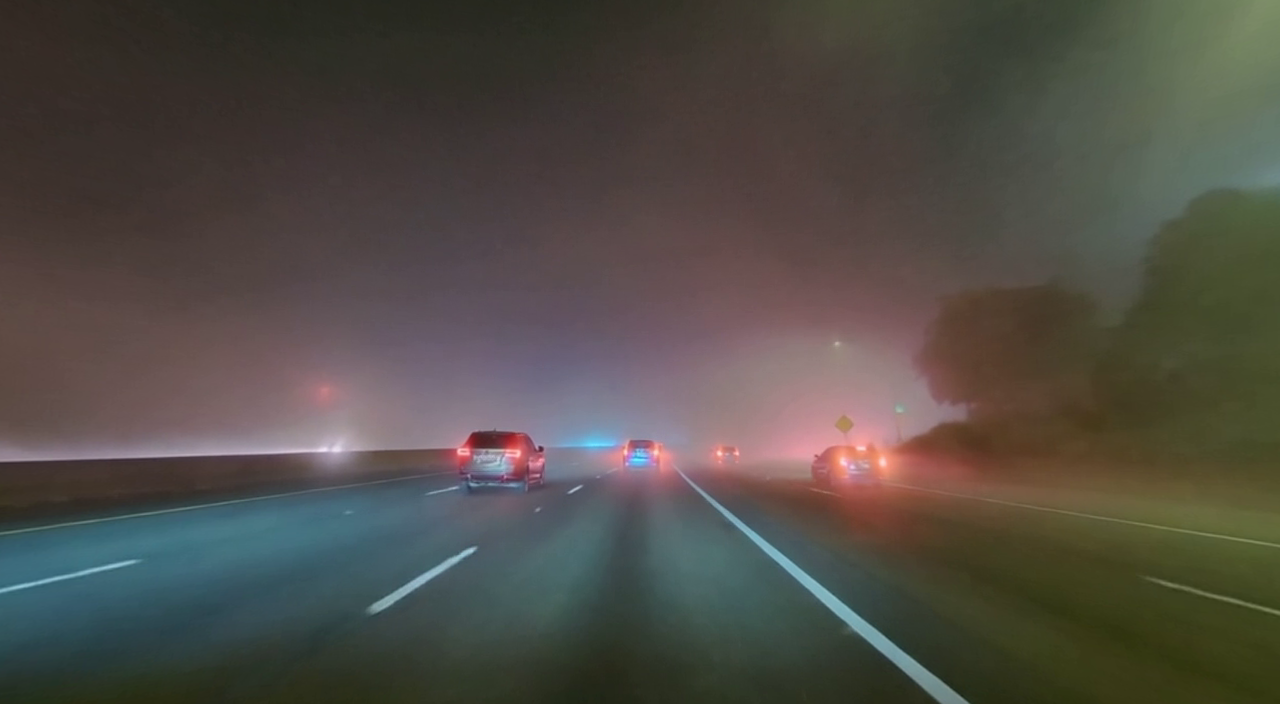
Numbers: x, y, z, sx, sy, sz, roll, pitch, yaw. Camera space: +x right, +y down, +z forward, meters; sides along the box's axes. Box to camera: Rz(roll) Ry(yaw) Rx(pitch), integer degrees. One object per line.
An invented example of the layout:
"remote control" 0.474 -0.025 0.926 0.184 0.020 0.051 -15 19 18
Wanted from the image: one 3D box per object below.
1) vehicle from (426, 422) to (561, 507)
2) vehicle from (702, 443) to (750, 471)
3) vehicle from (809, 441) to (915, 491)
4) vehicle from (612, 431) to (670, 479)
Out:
"vehicle" -3.340 2.700 15.401 2.142 1.759 4.297 0 -9 2
"vehicle" 4.655 5.747 34.641 2.005 1.456 4.287 0 -9 0
"vehicle" 7.264 3.766 21.139 1.936 1.480 4.373 0 -9 0
"vehicle" 0.061 4.400 27.146 2.270 1.862 4.949 0 -9 1
